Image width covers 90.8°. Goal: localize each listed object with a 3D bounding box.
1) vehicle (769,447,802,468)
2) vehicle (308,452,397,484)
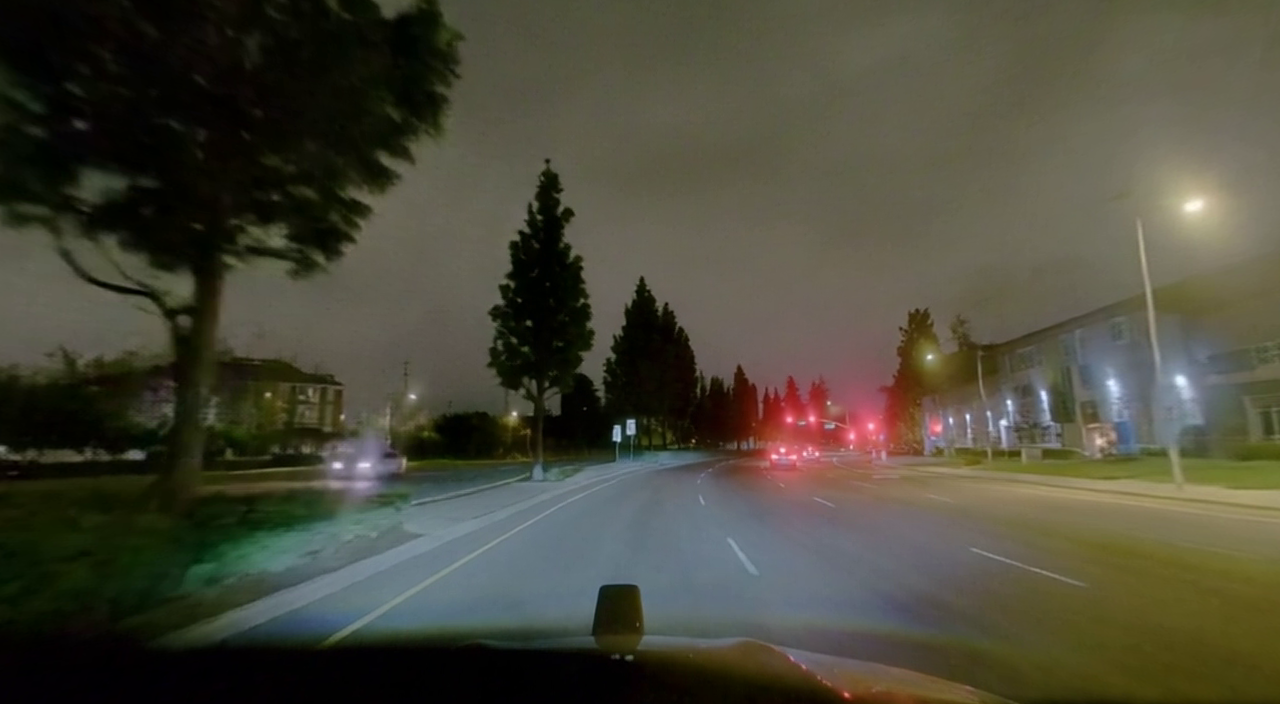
[{"bbox_3d":[10.887,7.891,47.466,1.988,1.460,3.996,-1,-9,7],"label":"vehicle"},{"bbox_3d":[-14.564,5.858,32.331,1.943,1.469,4.537,-1,-9,7],"label":"vehicle"}]
